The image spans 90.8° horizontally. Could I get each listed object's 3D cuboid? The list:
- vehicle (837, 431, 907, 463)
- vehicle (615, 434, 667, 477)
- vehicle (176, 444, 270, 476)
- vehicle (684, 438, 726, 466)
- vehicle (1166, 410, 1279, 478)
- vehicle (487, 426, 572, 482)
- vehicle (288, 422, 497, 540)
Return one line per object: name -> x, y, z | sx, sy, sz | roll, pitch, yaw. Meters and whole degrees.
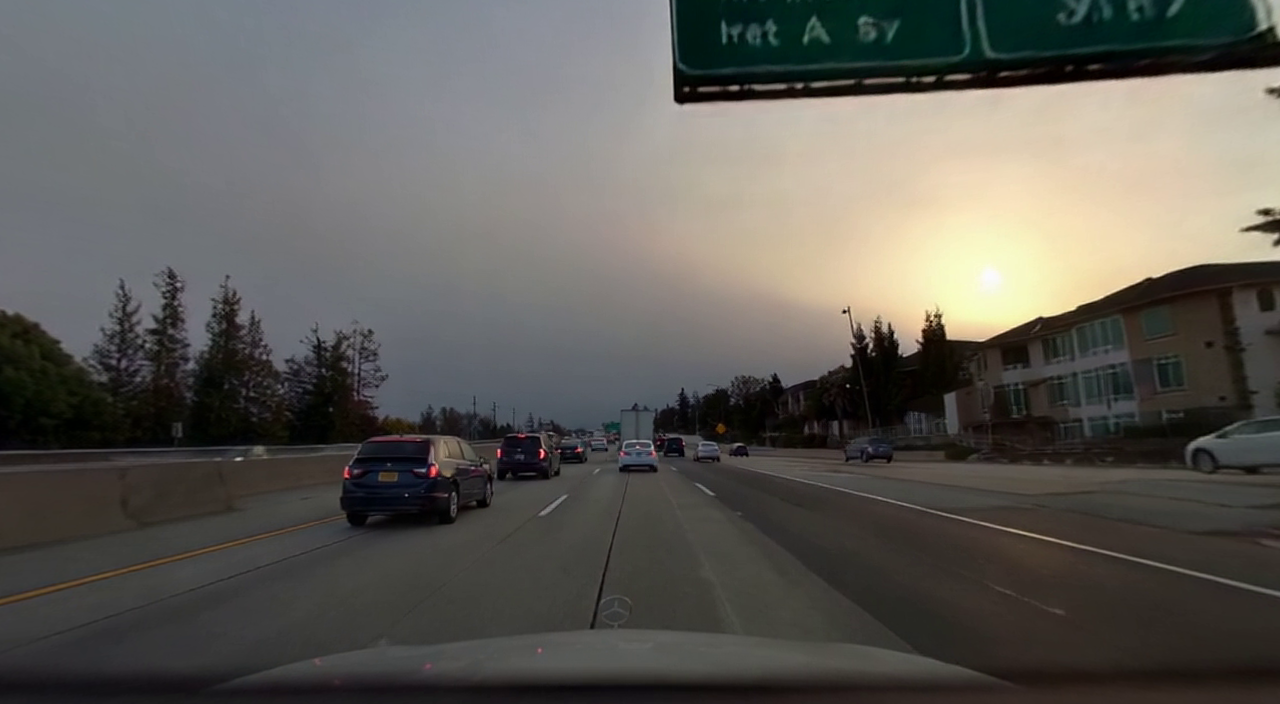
vehicle -> 13.085, 5.412, 35.879 | 2.048, 1.674, 4.106 | 1, -9, -6
vehicle -> 0.055, 4.436, 27.305 | 2.063, 1.703, 4.203 | 0, -9, 0
vehicle -> -25.125, 6.505, 38.323 | 2.231, 1.768, 4.901 | 0, -9, 3
vehicle -> 3.846, 5.991, 38.007 | 2.027, 1.554, 4.252 | 0, -9, -1
vehicle -> 15.112, 2.074, 14.277 | 1.905, 1.490, 4.826 | 1, -9, -7
vehicle -> -4.169, 3.994, 24.860 | 2.301, 1.944, 5.482 | 0, -9, 1
vehicle -> -3.989, 2.141, 11.065 | 1.988, 1.668, 4.021 | 0, -9, 0
